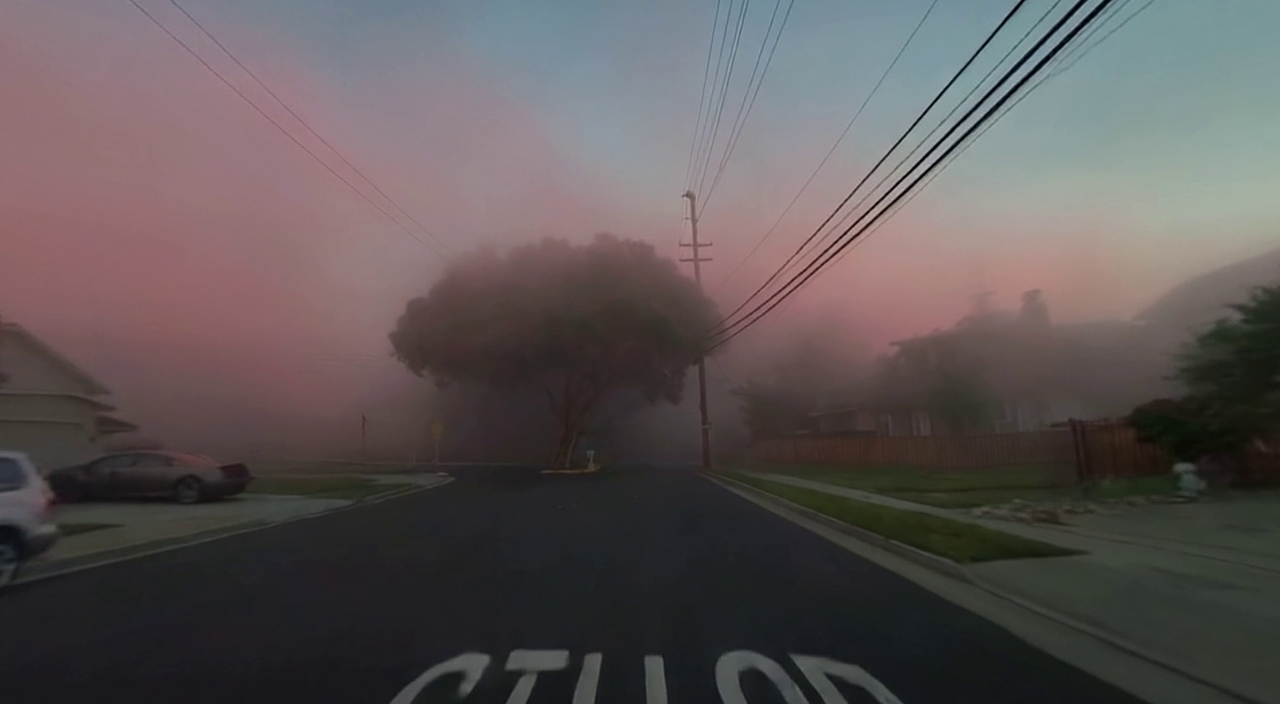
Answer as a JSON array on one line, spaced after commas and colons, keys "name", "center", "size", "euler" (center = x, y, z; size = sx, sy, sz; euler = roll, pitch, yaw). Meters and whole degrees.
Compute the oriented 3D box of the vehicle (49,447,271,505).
[{"name": "vehicle", "center": [-13.371, 3.453, 17.916], "size": [4.424, 1.487, 2.139], "euler": [1, -8, -7]}]
